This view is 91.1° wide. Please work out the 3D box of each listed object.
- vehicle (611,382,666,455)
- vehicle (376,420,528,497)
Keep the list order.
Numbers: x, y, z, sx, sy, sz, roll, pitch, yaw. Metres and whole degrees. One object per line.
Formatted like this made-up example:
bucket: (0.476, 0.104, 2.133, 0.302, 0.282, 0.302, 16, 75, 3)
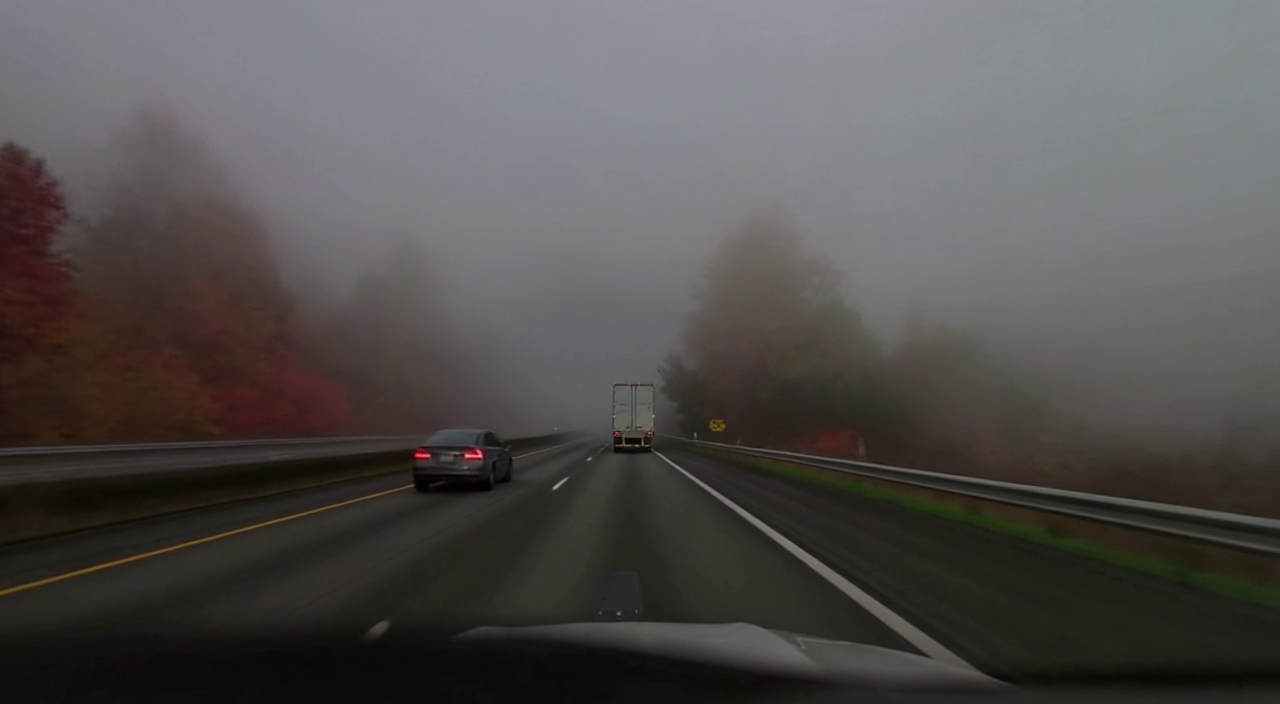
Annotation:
vehicle: (-0.287, 4.393, 40.219, 3.013, 4.016, 11.496, 0, -8, -2)
vehicle: (-4.080, 2.388, 14.541, 2.217, 1.495, 4.245, 0, -8, 0)
